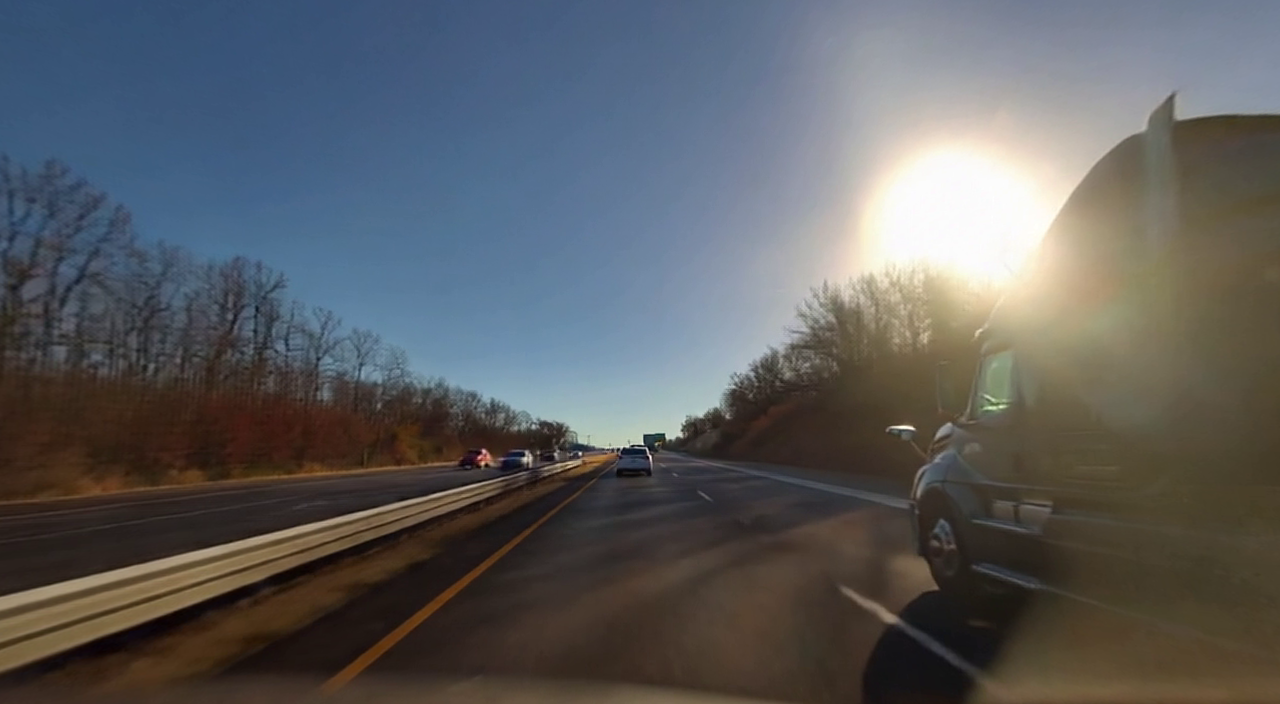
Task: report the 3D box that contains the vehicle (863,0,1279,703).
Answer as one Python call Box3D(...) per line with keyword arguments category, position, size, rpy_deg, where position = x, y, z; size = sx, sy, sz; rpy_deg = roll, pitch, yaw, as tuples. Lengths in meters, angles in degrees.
Box3D(category="vehicle", position=(4.372, 0.049, 4.197), size=(3.351, 3.699, 5.995), rpy_deg=(0, -9, -1))

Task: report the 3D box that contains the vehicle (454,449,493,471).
Box3D(category="vehicle", position=(-12.973, 8.425, 49.154), size=(1.906, 1.607, 4.230), rpy_deg=(0, -9, -1))

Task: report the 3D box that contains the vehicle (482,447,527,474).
Box3D(category="vehicle", position=(-8.799, 7.050, 41.023), size=(1.957, 1.603, 4.476), rpy_deg=(0, -9, 0))

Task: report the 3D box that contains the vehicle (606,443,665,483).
Box3D(category="vehicle", position=(-0.212, 4.554, 25.987), size=(2.244, 1.506, 4.097), rpy_deg=(0, -9, -1))
